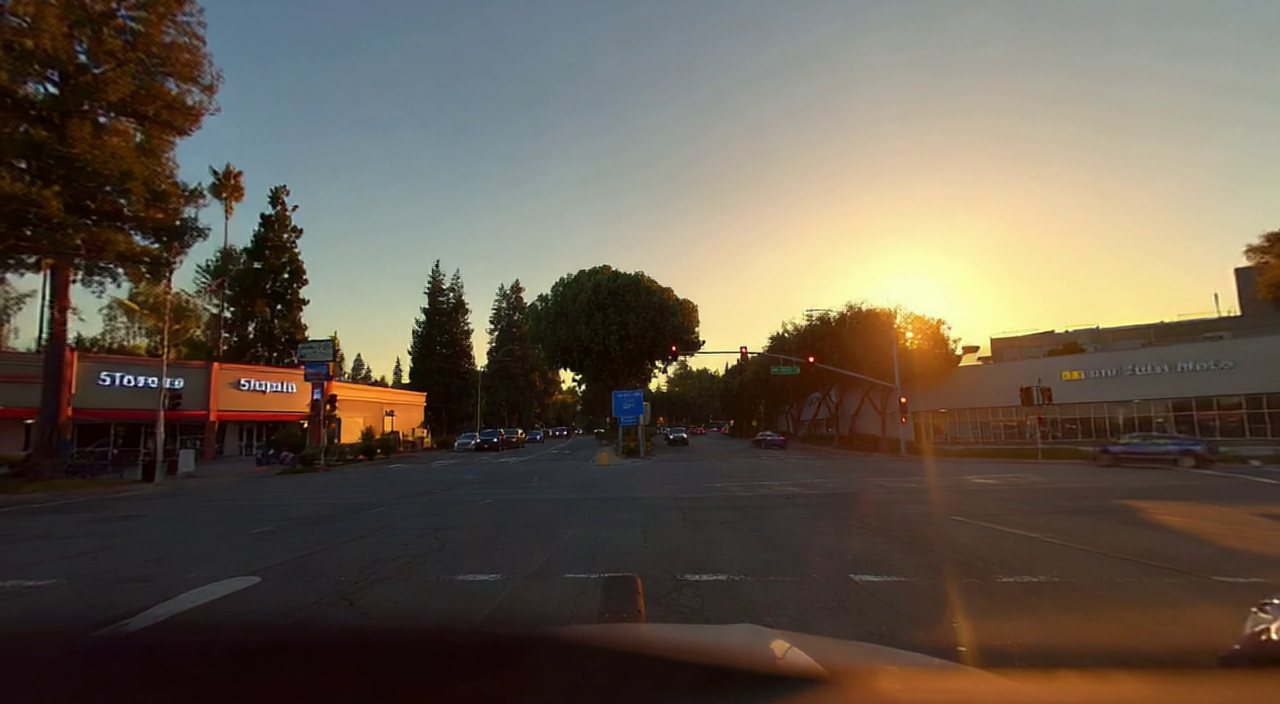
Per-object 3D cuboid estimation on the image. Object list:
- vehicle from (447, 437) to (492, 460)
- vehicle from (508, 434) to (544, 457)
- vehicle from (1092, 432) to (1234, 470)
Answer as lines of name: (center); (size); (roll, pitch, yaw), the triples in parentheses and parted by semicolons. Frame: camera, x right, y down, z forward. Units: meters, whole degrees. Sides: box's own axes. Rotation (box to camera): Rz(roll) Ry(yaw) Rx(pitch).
vehicle: (-11.794, 6.688, 43.893); (2.111, 1.499, 4.371); (0, -9, -3)
vehicle: (-8.072, 6.663, 45.087); (1.920, 1.546, 4.086); (0, -9, -1)
vehicle: (24.420, 4.641, 29.683); (4.667, 1.664, 1.936); (-4, -9, 23)
